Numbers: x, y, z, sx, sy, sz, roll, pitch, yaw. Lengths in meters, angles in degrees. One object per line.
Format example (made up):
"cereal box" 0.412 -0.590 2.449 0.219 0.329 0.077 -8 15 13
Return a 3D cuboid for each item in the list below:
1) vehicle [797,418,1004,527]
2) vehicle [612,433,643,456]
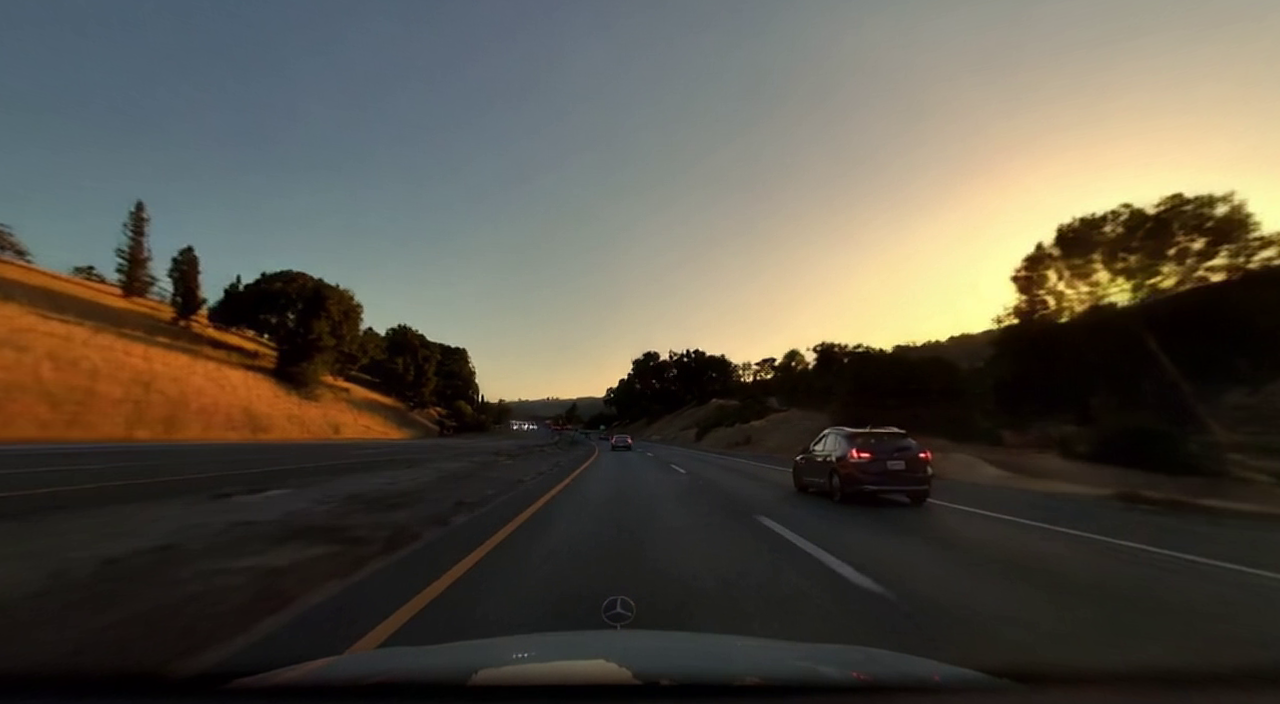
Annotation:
"vehicle" 4.144 1.946 10.734 1.852 1.513 3.652 0 -8 -2
"vehicle" -0.926 6.315 42.919 1.998 1.512 3.735 1 -8 -3
